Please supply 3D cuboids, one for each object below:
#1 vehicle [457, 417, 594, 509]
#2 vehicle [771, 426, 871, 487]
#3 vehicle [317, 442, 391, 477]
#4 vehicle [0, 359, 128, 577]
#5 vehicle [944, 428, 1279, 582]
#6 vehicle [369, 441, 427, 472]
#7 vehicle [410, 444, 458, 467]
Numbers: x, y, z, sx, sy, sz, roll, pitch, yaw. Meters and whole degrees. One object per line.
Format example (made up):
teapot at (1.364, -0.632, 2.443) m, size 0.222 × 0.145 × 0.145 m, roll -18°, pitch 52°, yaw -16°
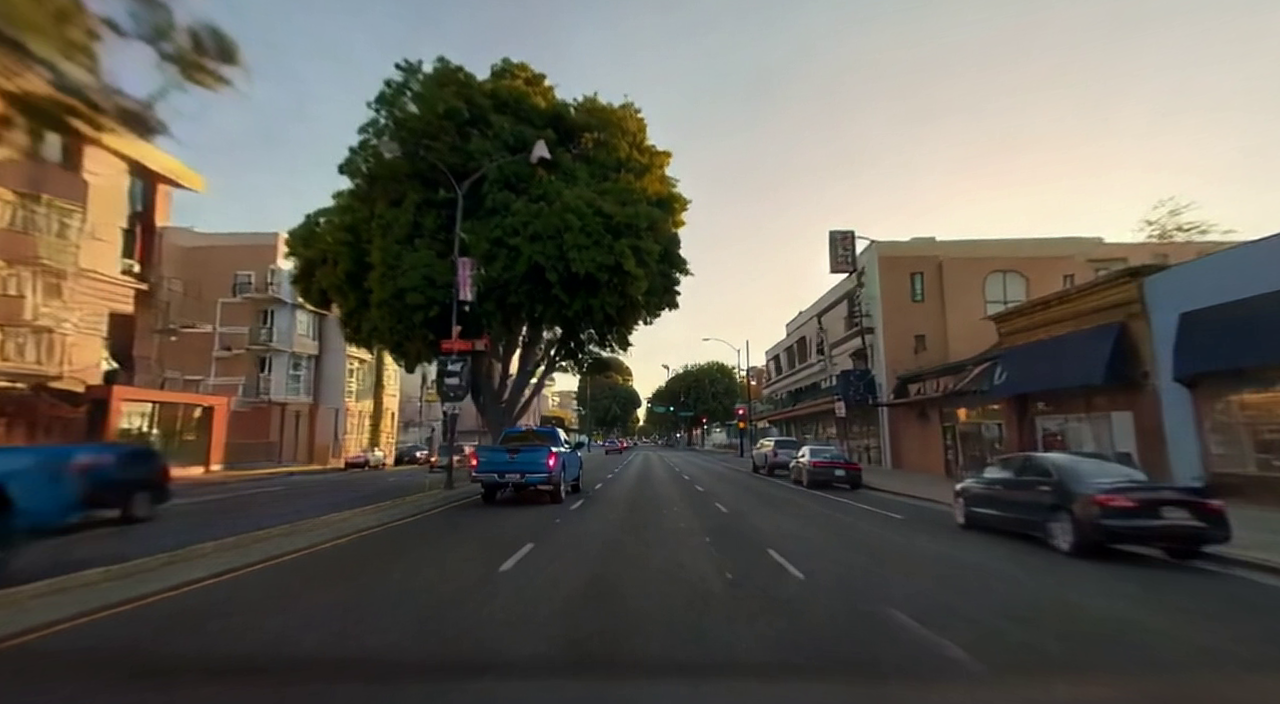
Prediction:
vehicle at (-2.433, 2.580, 15.072) m, size 2.197 × 1.786 × 5.365 m, roll 0°, pitch -9°, yaw 1°
vehicle at (6.045, 3.579, 21.758) m, size 2.043 × 1.841 × 4.842 m, roll 0°, pitch -9°, yaw 1°
vehicle at (-15.960, 5.995, 35.466) m, size 1.928 × 1.824 × 4.664 m, roll 0°, pitch -9°, yaw 0°
vehicle at (-7.257, 0.862, 4.367) m, size 2.462 × 2.027 × 5.808 m, roll 0°, pitch -9°, yaw 1°
vehicle at (6.052, 1.824, 8.326) m, size 1.988 × 1.514 × 3.962 m, roll 0°, pitch -9°, yaw -1°
vehicle at (-15.729, 6.780, 41.299) m, size 1.948 × 1.827 × 4.730 m, roll -2°, pitch -8°, yaw 0°
vehicle at (-15.701, 7.942, 48.364) m, size 2.100 × 1.596 × 4.739 m, roll -2°, pitch -9°, yaw 0°
